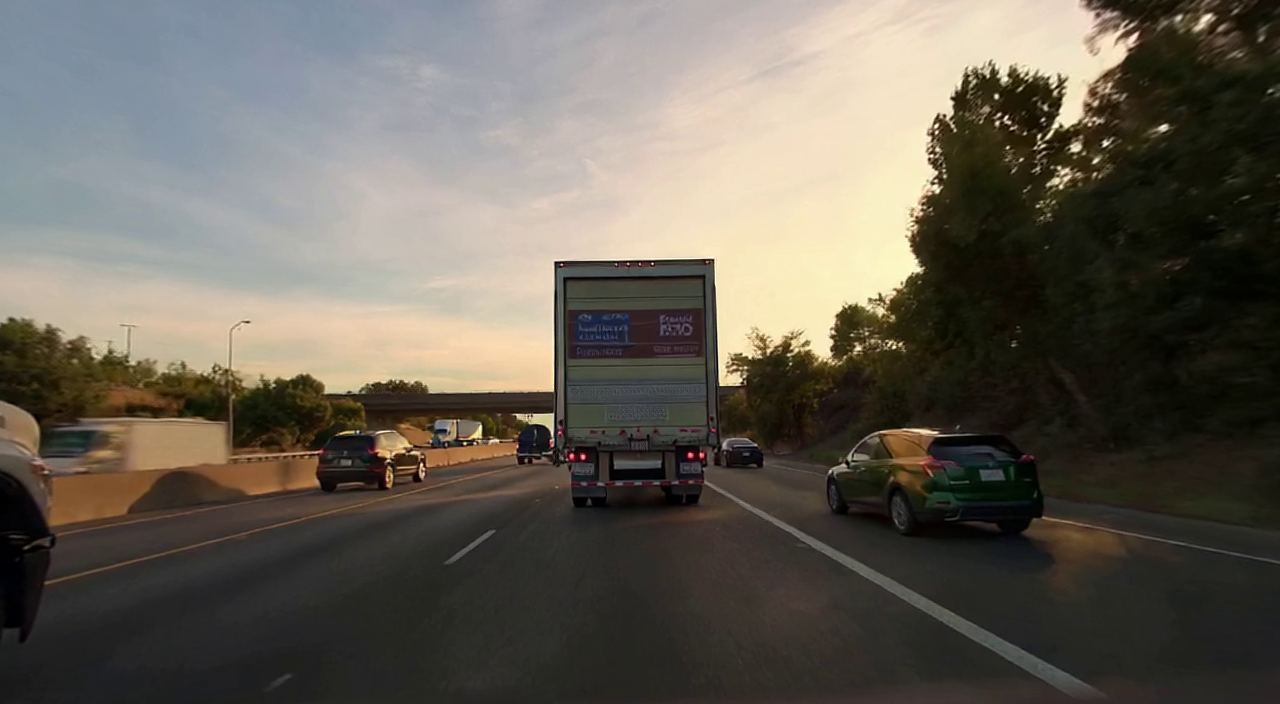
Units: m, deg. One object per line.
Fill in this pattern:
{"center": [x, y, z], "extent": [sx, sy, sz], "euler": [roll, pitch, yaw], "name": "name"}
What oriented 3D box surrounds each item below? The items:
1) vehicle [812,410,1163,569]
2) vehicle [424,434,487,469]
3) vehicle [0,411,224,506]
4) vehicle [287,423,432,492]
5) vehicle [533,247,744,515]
{"center": [4.005, 1.640, 8.426], "extent": [2.003, 1.519, 4.580], "euler": [0, -8, -1], "name": "vehicle"}
{"center": [-8.407, 4.542, 28.969], "extent": [1.845, 1.488, 3.656], "euler": [0, -8, -1], "name": "vehicle"}
{"center": [-16.358, 3.244, 19.764], "extent": [2.446, 2.501, 5.970], "euler": [0, -8, 0], "name": "vehicle"}
{"center": [-7.731, 2.931, 17.912], "extent": [2.057, 1.698, 4.550], "euler": [0, -8, -1], "name": "vehicle"}
{"center": [-0.113, 1.015, 13.798], "extent": [2.911, 3.787, 9.905], "euler": [0, -8, -1], "name": "vehicle"}
